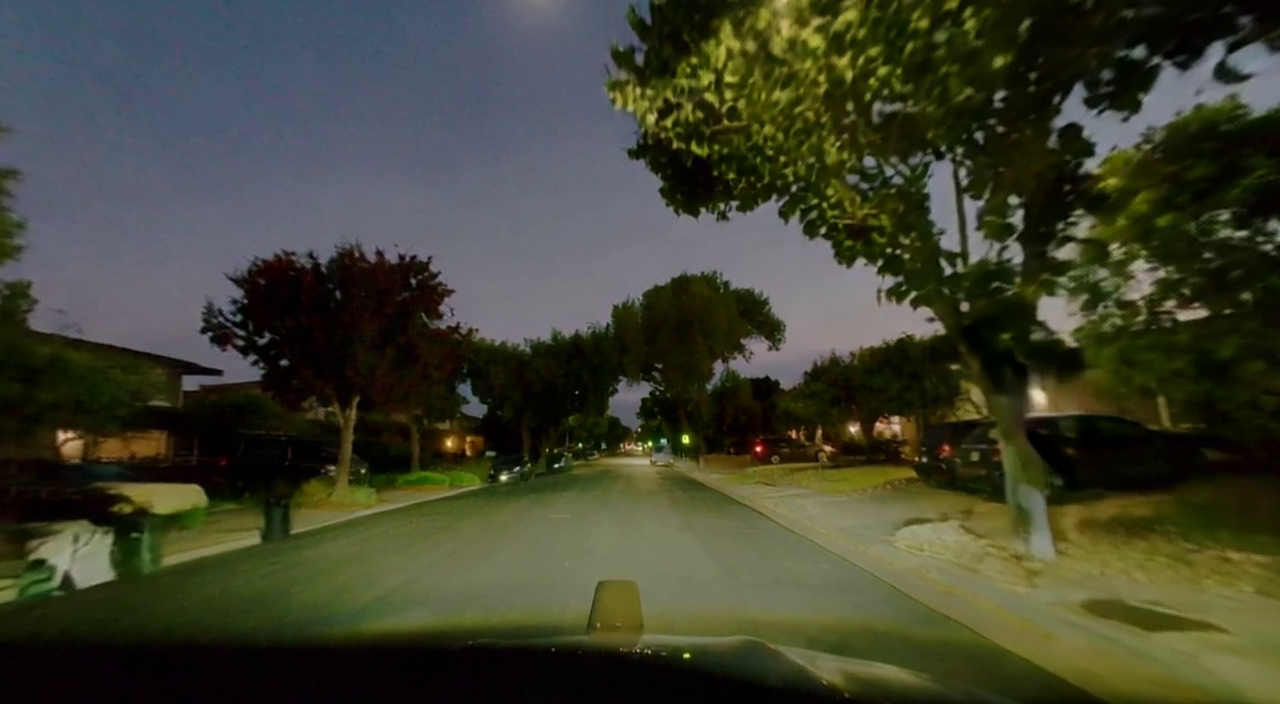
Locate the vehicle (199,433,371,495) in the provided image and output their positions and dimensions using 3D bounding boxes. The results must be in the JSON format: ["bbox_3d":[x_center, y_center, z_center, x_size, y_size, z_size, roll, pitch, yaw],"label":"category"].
[{"bbox_3d":[-12.353,3.920,22.278,4.753,2.028,2.079,0,-9,0],"label":"vehicle"}]

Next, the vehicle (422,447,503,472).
[{"bbox_3d":[-12.134,7.363,43.311,4.972,1.623,1.884,0,-9,0],"label":"vehicle"}]

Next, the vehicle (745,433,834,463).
[{"bbox_3d":[8.485,5.500,36.150,4.599,1.652,1.903,0,-8,-3],"label":"vehicle"}]

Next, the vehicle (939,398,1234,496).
[{"bbox_3d":[8.556,1.864,12.442,4.334,1.750,1.900,0,-8,-1],"label":"vehicle"}]

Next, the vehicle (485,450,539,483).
[{"bbox_3d":[-6.275,5.636,31.336,1.878,1.496,3.535,0,-8,1],"label":"vehicle"}]

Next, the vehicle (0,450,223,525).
[{"bbox_3d":[-12.032,2.896,13.773,4.476,1.476,1.877,0,-9,-2],"label":"vehicle"}]
